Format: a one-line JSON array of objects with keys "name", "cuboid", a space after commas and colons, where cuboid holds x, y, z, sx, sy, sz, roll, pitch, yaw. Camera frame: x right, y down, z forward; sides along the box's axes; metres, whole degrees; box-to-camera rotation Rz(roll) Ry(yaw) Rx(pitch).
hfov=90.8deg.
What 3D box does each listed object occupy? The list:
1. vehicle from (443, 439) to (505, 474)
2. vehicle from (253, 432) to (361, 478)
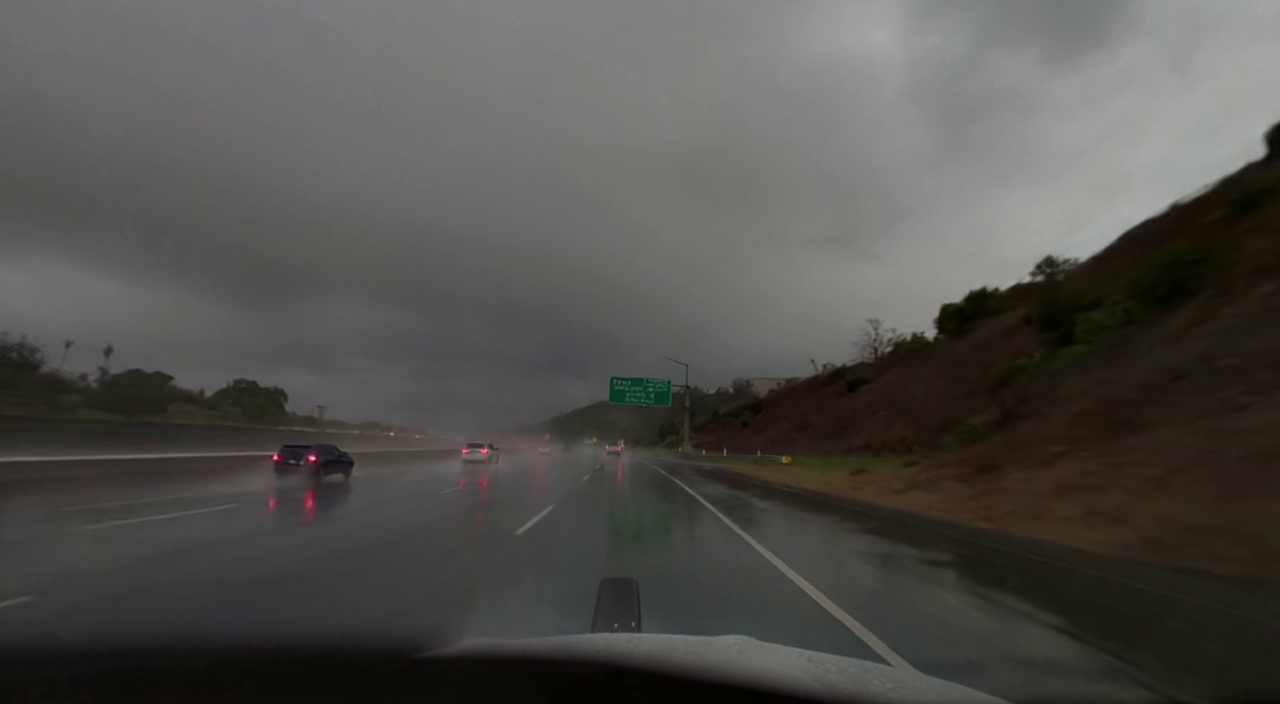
[{"name": "vehicle", "cuboid": [-8.613, 5.467, 33.187, 2.104, 1.715, 4.319, 0, -9, -1]}, {"name": "vehicle", "cuboid": [-15.715, 4.887, 30.251, 2.240, 1.953, 5.452, 0, -9, -1]}]
